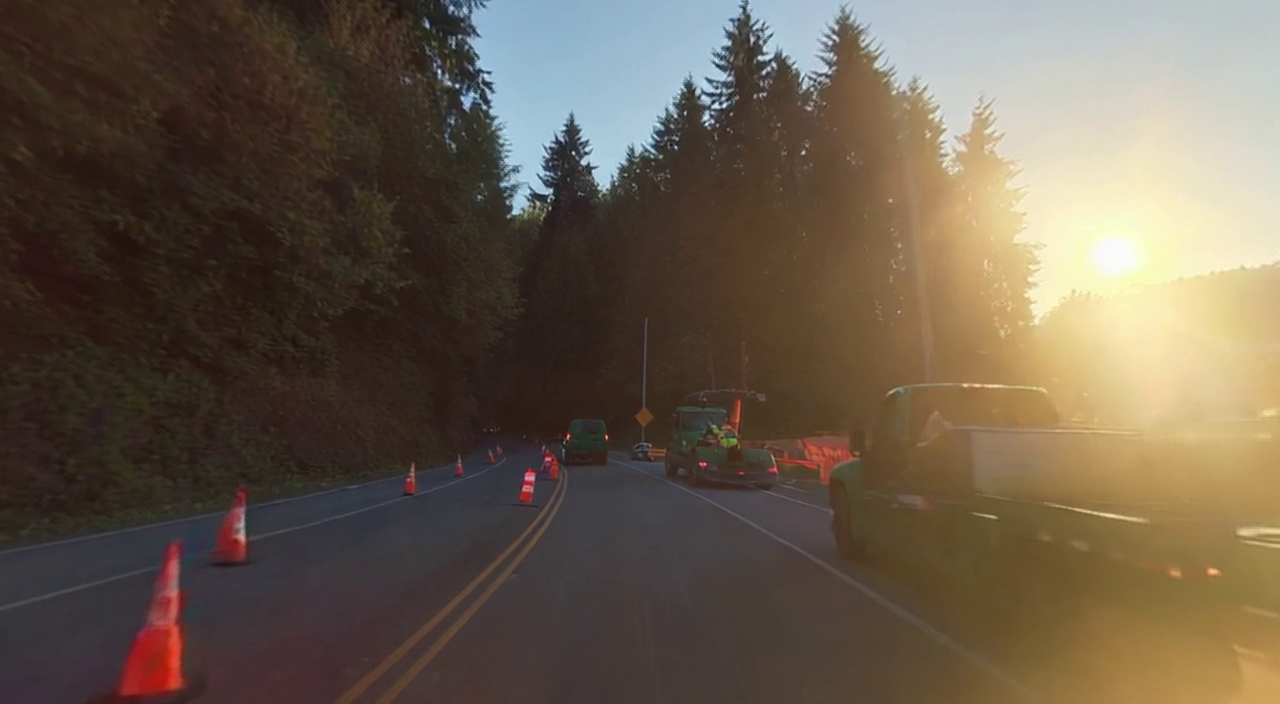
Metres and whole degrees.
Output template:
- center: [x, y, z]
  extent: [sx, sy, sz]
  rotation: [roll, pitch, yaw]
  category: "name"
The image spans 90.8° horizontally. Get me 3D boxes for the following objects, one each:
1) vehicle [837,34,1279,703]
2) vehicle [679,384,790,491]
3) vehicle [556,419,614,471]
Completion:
- center: [4.560, 0.544, 5.331]
  extent: [3.126, 3.310, 8.534]
  rotation: [0, -8, 1]
  category: "vehicle"
- center: [2.871, 2.768, 20.406]
  extent: [2.703, 3.066, 4.047]
  rotation: [1, -8, -3]
  category: "vehicle"
- center: [-2.721, 4.427, 30.033]
  extent: [2.362, 2.223, 4.892]
  rotation: [2, -9, -9]
  category: "vehicle"
